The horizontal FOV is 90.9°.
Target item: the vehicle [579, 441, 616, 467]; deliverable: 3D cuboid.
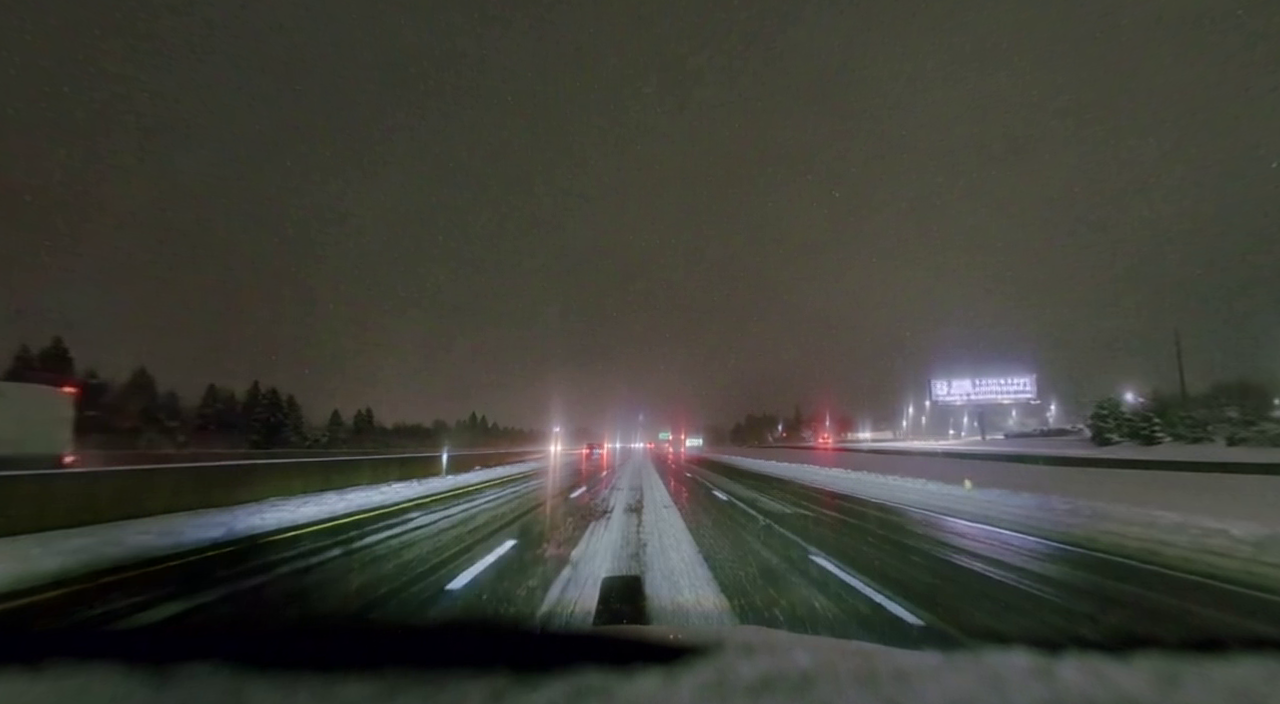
[{"bbox_3d":[-2.969,7.208,44.714,2.319,1.738,4.355,0,-8,0],"label":"vehicle"}]
